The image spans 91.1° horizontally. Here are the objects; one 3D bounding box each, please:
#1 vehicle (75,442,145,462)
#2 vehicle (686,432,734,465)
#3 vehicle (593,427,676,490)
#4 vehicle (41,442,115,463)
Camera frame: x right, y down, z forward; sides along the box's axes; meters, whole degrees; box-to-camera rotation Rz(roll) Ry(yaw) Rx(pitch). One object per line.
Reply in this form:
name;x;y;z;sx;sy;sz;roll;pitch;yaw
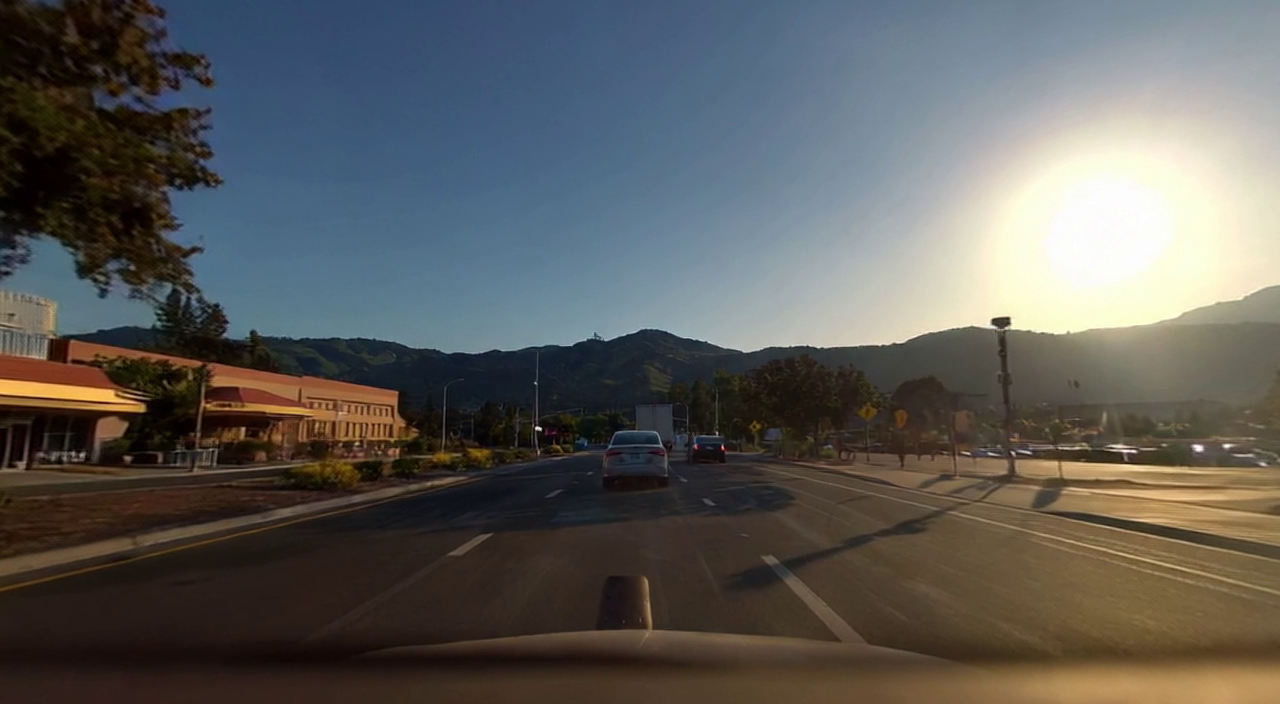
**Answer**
vehicle;-37.249;7.010;44.184;3.325;1.360;1.590;3;-9;-22
vehicle;3.727;5.214;34.151;2.088;1.655;4.360;0;-8;-1
vehicle;-0.174;3.078;18.462;2.193;1.651;3.946;0;-8;-1
vehicle;-36.887;6.607;41.270;3.245;1.338;1.536;4;-9;-25
